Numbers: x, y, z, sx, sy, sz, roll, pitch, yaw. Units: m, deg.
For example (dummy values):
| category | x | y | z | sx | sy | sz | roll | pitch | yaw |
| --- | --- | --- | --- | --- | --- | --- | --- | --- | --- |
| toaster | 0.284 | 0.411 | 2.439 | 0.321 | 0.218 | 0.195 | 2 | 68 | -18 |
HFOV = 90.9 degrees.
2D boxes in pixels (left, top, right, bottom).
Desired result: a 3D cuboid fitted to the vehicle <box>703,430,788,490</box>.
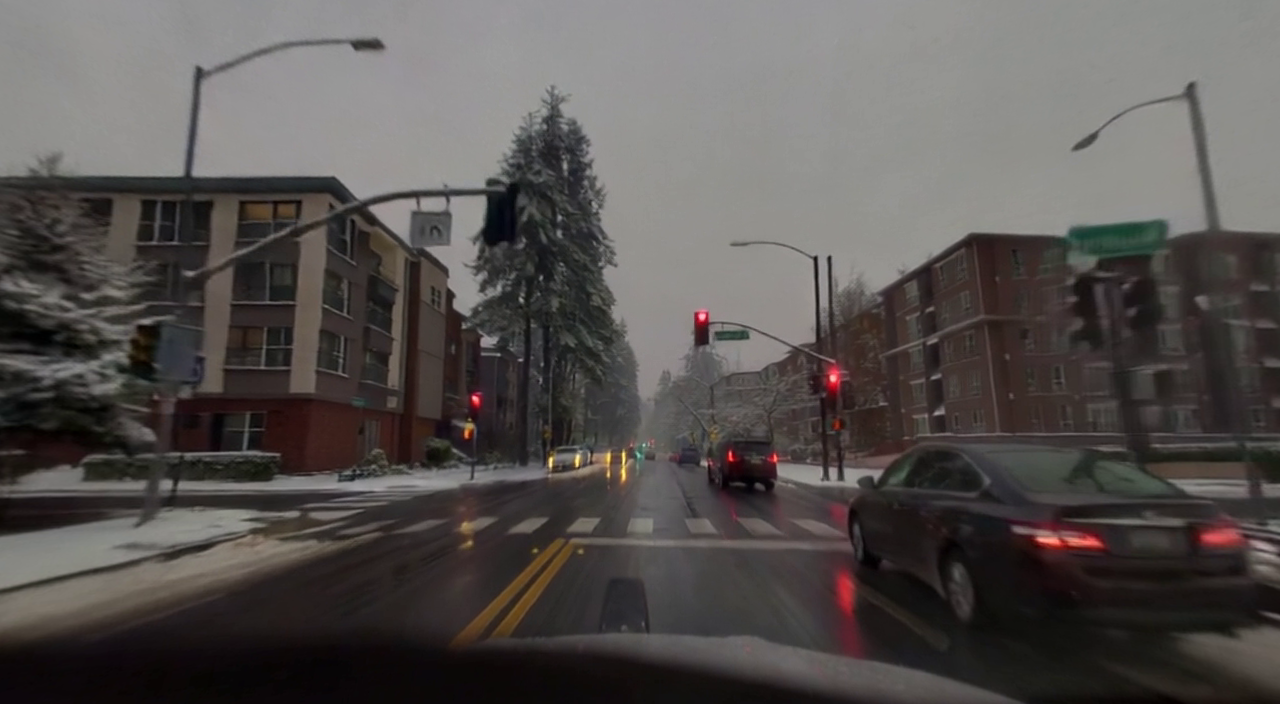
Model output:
| category | x | y | z | sx | sy | sz | roll | pitch | yaw |
| --- | --- | --- | --- | --- | --- | --- | --- | --- | --- |
| vehicle | 3.535 | 3.722 | 22.080 | 2.199 | 1.872 | 4.513 | 0 | -9 | 0 |

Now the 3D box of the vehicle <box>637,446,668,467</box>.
| category | x | y | z | sx | sy | sz | roll | pitch | yaw |
| --- | --- | --- | --- | --- | --- | --- | --- | --- | --- |
| vehicle | 0.831 | 7.510 | 45.474 | 2.097 | 1.463 | 4.043 | 0 | -9 | 0 |

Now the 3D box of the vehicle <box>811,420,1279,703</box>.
| category | x | y | z | sx | sy | sz | roll | pitch | yaw |
| --- | --- | --- | --- | --- | --- | --- | --- | --- | --- |
| vehicle | 3.262 | 1.464 | 5.712 | 2.078 | 1.488 | 4.741 | 0 | -9 | 0 |

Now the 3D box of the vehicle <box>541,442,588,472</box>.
| category | x | y | z | sx | sy | sz | roll | pitch | yaw |
| --- | --- | --- | --- | --- | --- | --- | --- | --- | --- |
| vehicle | -5.099 | 7.188 | 43.439 | 2.350 | 1.929 | 5.772 | 0 | -9 | 2 |
